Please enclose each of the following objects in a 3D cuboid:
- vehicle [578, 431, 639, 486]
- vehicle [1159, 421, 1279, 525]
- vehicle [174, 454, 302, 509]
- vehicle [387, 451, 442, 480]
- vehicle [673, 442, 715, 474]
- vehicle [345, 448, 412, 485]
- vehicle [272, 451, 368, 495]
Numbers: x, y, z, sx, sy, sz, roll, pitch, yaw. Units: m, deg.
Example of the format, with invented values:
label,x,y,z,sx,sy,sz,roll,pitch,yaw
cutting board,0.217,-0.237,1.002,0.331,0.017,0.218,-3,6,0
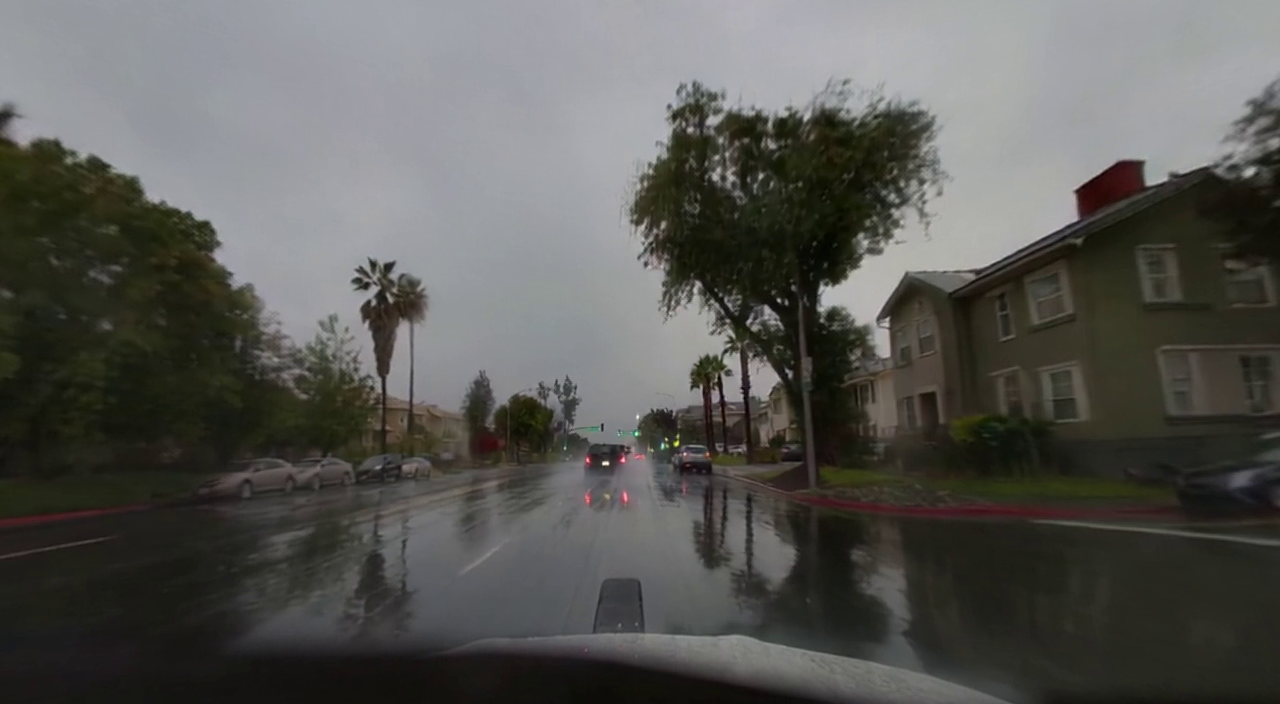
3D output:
label,x,y,z,sx,sy,sz,roll,pitch,yaw
vehicle,-1.060,3.975,23.730,1.994,1.810,5.057,0,-9,1
vehicle,12.711,2.022,11.404,4.873,1.624,1.924,-3,-9,-2
vehicle,-14.225,4.549,22.625,1.884,1.451,4.435,-4,-7,-2
vehicle,-14.273,7.169,40.083,1.877,1.443,4.677,-3,-7,-1
vehicle,3.145,6.297,37.464,1.949,1.685,4.161,3,-9,-2
vehicle,-14.187,6.202,34.420,1.890,1.640,4.320,-3,-7,-1
vehicle,-14.164,5.335,28.182,1.875,1.496,4.728,-4,-7,0
